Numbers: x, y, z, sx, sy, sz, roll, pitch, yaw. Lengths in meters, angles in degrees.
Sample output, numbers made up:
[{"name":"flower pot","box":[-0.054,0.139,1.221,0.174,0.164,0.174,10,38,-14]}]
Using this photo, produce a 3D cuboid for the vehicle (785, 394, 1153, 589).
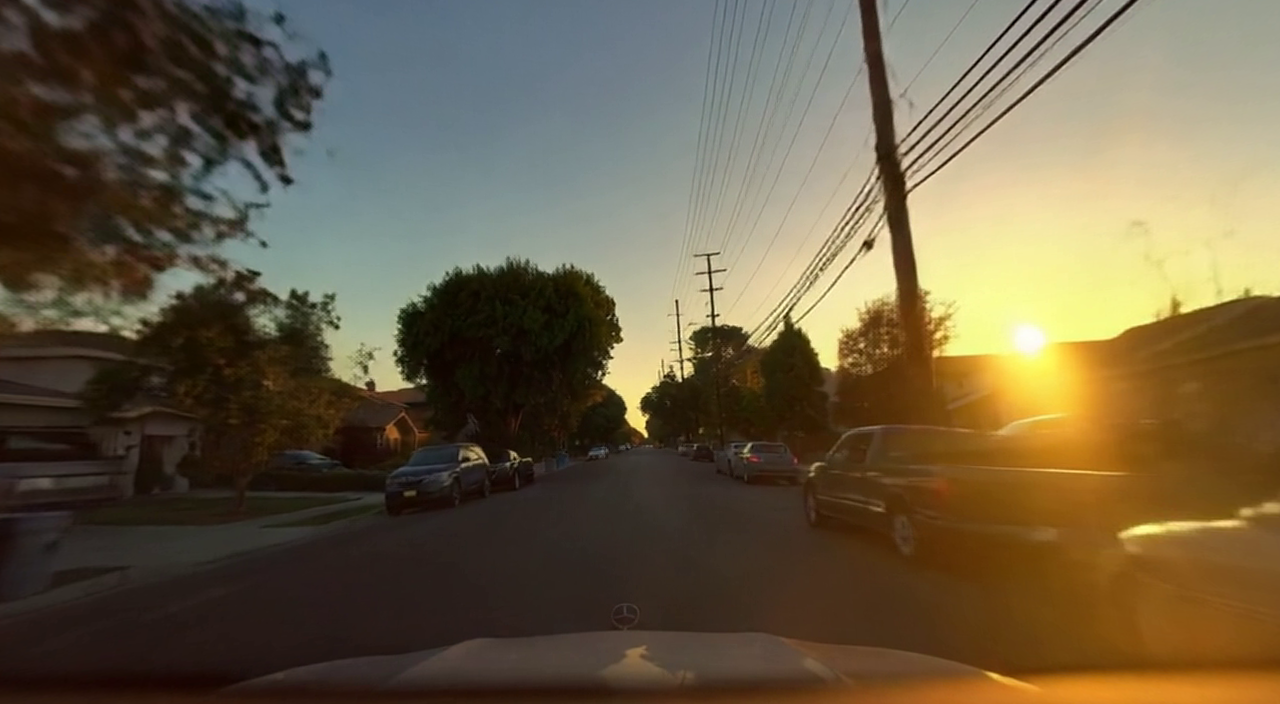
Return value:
[{"name":"vehicle","box":[3.723,1.717,8.718,2.122,1.809,5.421,0,-9,0]}]

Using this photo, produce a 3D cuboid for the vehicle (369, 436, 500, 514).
[{"name":"vehicle","box":[-5.535,3.366,17.672,2.118,1.753,4.377,-4,-9,1]}]

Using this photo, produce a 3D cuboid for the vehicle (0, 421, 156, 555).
[{"name":"vehicle","box":[-12.647,2.433,11.768,5.096,2.213,2.354,1,-10,-2]}]

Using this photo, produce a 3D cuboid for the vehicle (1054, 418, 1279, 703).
[{"name":"vehicle","box":[3.953,0.926,2.272,1.848,1.436,4.582,0,-9,1]}]

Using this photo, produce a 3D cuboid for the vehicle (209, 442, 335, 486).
[{"name":"vehicle","box":[-18.119,5.520,31.310,4.832,2.033,2.045,0,-9,-5]}]

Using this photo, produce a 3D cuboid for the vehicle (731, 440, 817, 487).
[{"name":"vehicle","box":[4.641,3.955,22.749,2.090,1.489,4.952,0,-9,1]}]

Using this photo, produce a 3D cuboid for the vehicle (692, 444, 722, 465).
[{"name":"vehicle","box":[5.115,7.914,48.975,1.906,1.503,4.498,0,-9,1]}]
